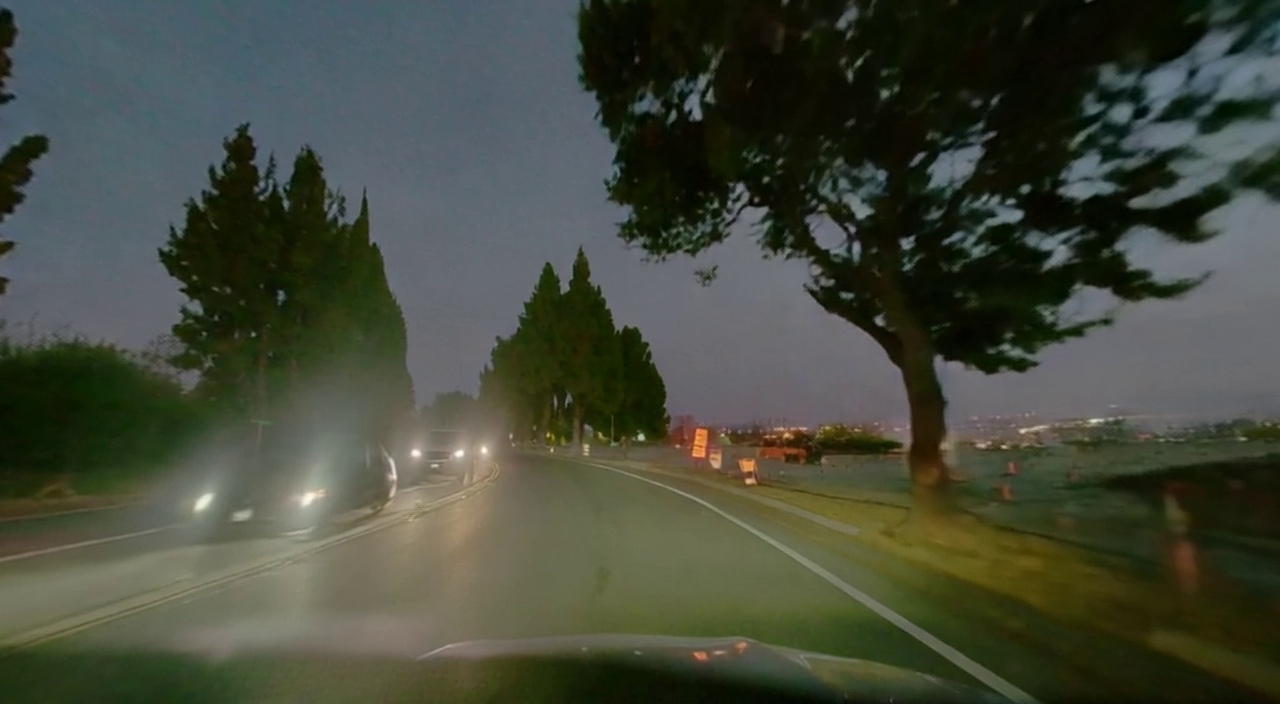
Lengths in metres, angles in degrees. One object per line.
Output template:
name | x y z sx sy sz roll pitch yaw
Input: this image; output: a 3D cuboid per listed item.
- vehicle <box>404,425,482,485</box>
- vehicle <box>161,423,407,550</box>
vehicle | -7.758 4.076 25.330 2.260 2.162 4.555 1 -8 -9
vehicle | -6.069 2.298 11.580 2.019 1.840 4.437 0 -8 -2
